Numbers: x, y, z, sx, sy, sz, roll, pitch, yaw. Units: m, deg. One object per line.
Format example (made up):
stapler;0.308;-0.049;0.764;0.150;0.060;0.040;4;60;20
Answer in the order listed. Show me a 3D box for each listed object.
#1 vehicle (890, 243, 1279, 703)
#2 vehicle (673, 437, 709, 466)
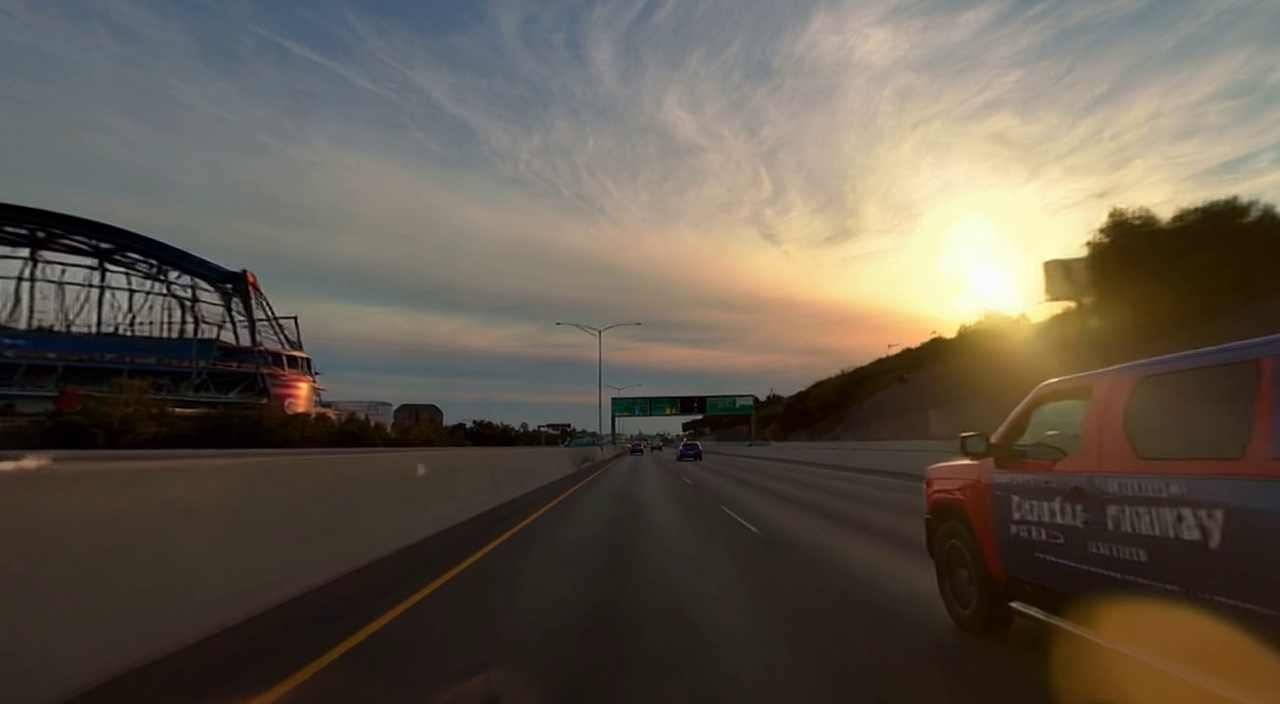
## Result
vehicle;3.102;0.735;2.420;2.199;2.002;4.970;0;-9;0
vehicle;3.323;6.525;41.529;1.973;1.774;4.092;0;-9;-1
